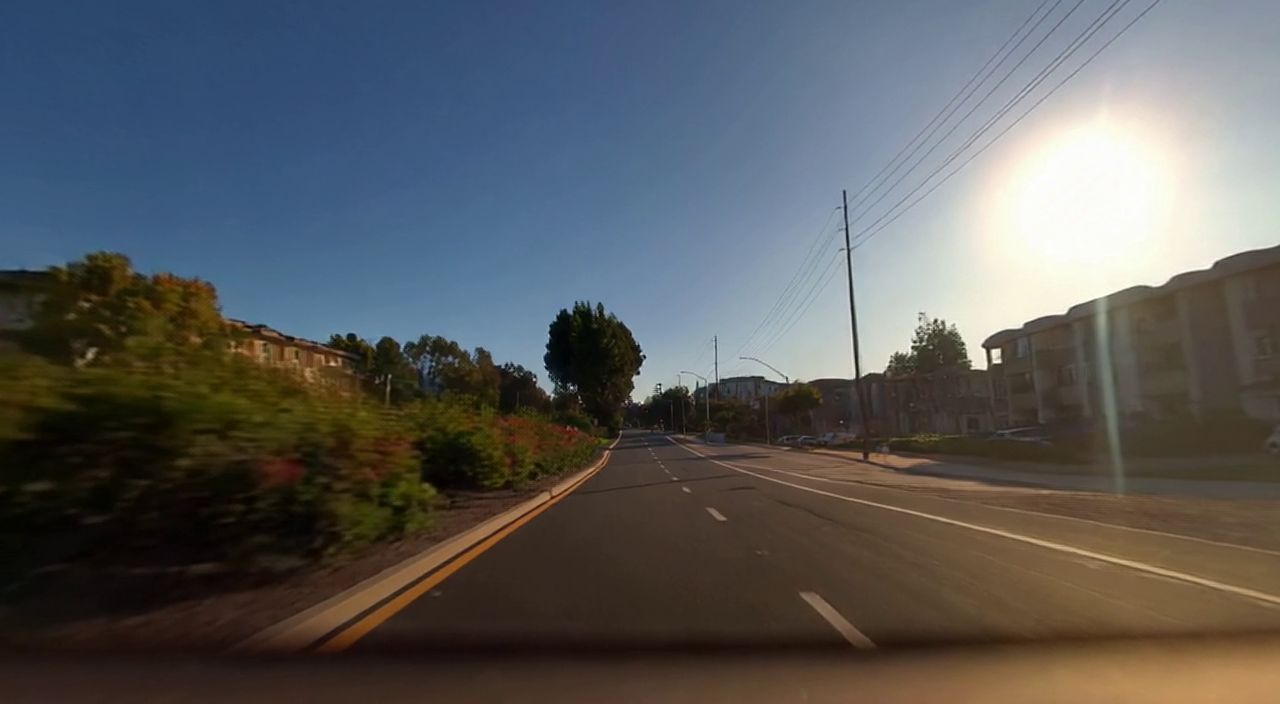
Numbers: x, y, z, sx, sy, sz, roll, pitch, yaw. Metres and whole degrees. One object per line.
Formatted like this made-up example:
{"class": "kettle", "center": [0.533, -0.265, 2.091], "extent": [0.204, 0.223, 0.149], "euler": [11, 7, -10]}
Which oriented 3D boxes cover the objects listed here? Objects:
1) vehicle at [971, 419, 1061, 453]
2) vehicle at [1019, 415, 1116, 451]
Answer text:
{"class": "vehicle", "center": [23.114, 5.262, 39.136], "extent": [2.206, 1.947, 5.463], "euler": [0, -8, 0]}
{"class": "vehicle", "center": [26.237, 5.072, 39.054], "extent": [2.212, 2.073, 5.220], "euler": [0, -8, -1]}
